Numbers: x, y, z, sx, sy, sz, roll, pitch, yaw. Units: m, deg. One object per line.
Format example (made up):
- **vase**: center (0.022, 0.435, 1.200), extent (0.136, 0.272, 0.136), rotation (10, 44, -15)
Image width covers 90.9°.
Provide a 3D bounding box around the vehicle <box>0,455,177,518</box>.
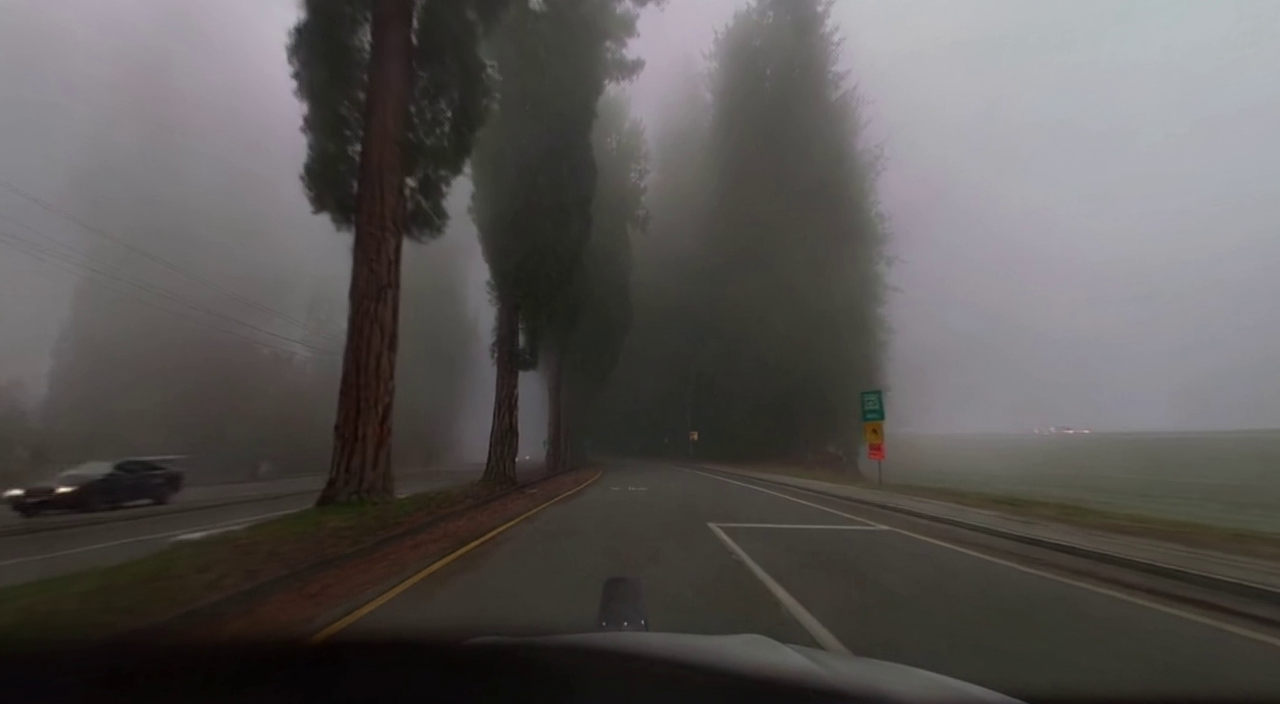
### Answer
- **vehicle**: center (-16.705, 3.855, 18.640), extent (2.200, 1.496, 4.809), rotation (-1, -8, 3)
